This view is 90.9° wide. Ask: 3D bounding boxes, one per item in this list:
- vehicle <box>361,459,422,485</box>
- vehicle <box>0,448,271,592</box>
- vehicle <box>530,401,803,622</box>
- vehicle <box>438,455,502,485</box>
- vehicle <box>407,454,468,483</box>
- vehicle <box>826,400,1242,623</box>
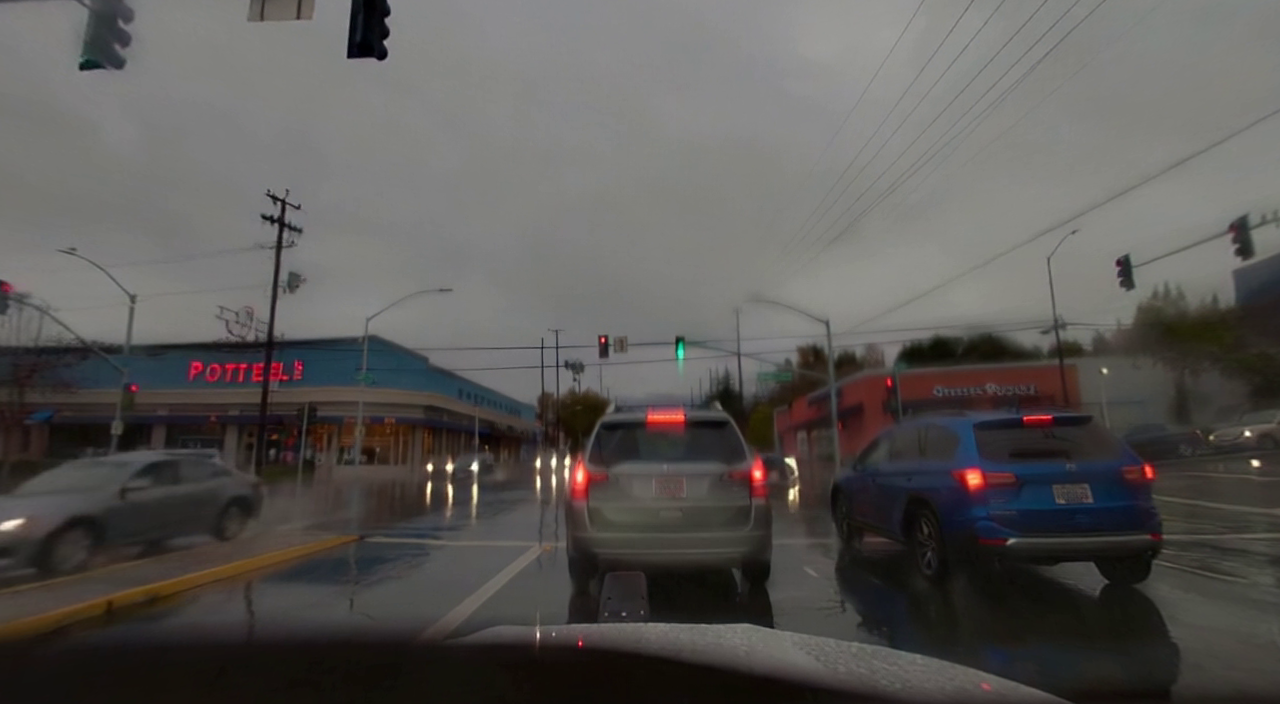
[{"bbox_3d":[-16.243,7.845,41.443,1.872,1.433,4.404,-1,-8,6],"label":"vehicle"},{"bbox_3d":[-7.524,2.098,8.833,1.924,1.453,4.343,-1,-8,3],"label":"vehicle"},{"bbox_3d":[0.256,1.509,6.828,2.098,1.682,3.778,0,-8,2],"label":"vehicle"},{"bbox_3d":[-9.392,6.559,35.352,1.911,1.461,4.691,-1,-8,5],"label":"vehicle"},{"bbox_3d":[-12.845,7.399,40.383,1.943,1.680,4.709,-1,-8,6],"label":"vehicle"},{"bbox_3d":[3.607,1.516,6.953,1.976,1.664,4.189,-1,-8,2],"label":"vehicle"}]
